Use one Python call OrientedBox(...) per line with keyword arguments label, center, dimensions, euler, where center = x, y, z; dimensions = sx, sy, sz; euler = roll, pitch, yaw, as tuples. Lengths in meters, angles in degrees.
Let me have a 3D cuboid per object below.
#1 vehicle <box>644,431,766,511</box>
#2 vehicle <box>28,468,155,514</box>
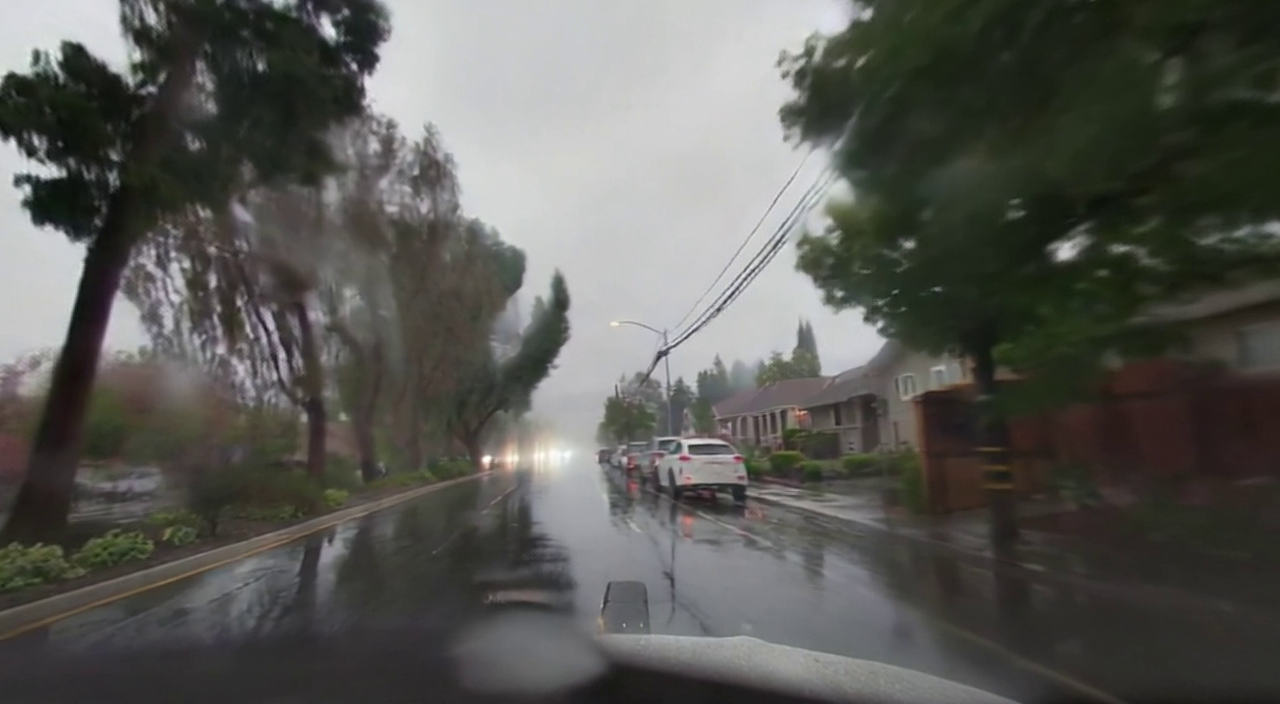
OrientedBox(label="vehicle", center=(1.467, 3.015, 16.655), dimensions=(2.078, 1.738, 5.133), euler=(1, -8, -7))
OrientedBox(label="vehicle", center=(-28.301, 7.142, 32.838), dimensions=(2.305, 1.919, 5.187), euler=(0, -8, -6))
